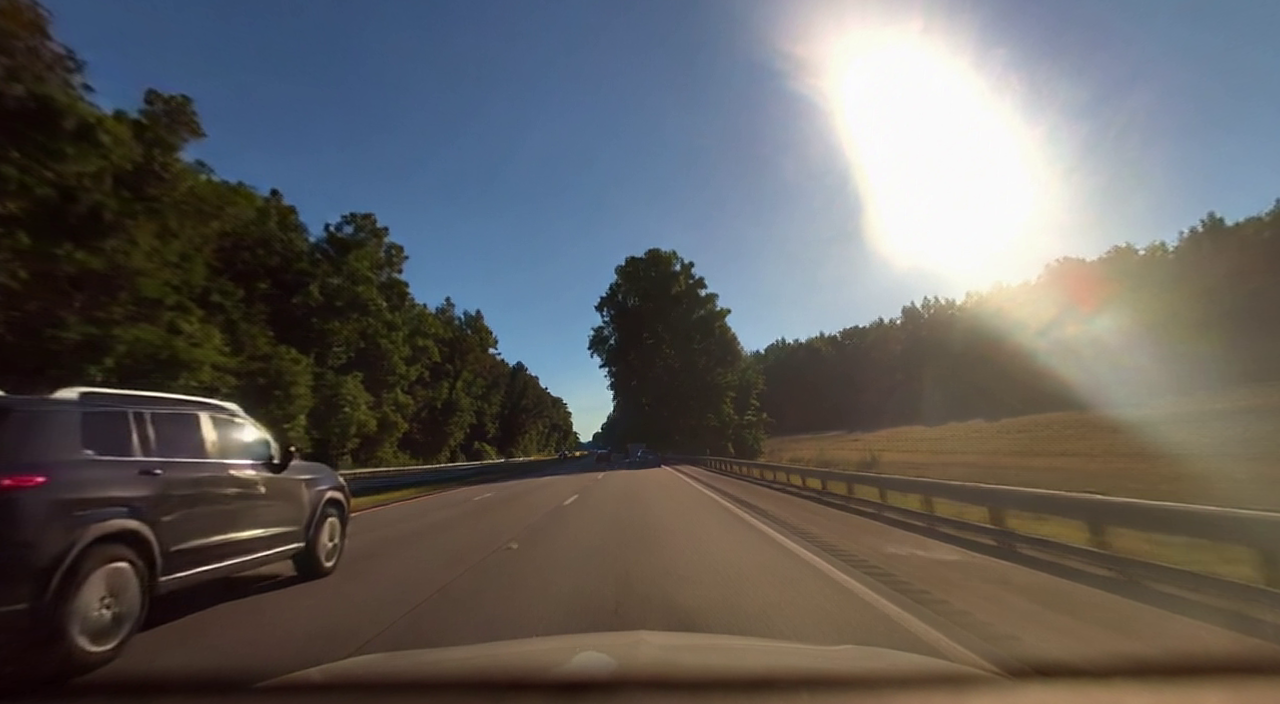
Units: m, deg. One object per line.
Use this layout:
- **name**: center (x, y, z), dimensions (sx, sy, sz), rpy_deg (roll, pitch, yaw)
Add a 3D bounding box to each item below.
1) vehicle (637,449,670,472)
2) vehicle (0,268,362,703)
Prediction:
- **vehicle**: center (0.861, 7.322, 42.878), dimensions (2.046, 1.452, 4.407), rpy_deg (0, -9, -1)
- **vehicle**: center (-3.724, 0.798, 3.102), dimensions (2.418, 2.049, 4.930), rpy_deg (0, -9, 0)
